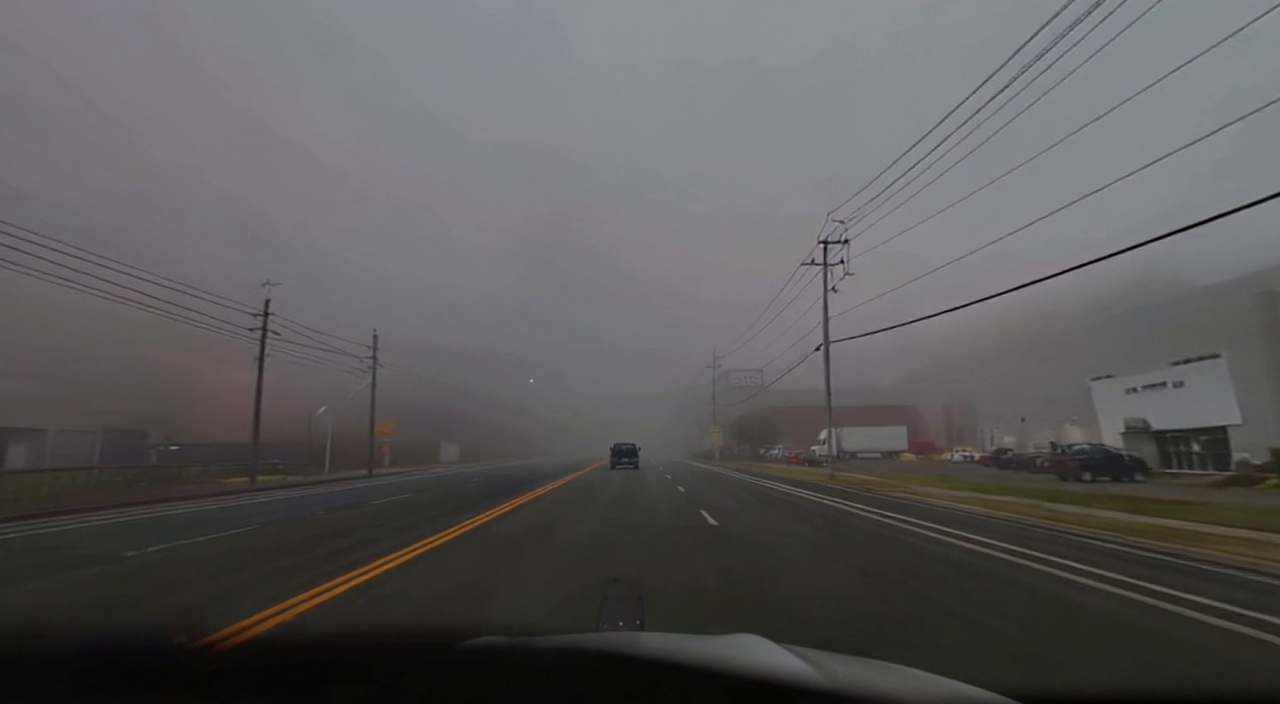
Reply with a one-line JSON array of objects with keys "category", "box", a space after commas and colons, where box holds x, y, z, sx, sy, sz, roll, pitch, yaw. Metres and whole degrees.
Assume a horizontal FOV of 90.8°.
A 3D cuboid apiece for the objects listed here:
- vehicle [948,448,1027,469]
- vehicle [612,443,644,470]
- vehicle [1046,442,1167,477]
[{"category": "vehicle", "box": [25.771, 7.888, 46.977, 4.625, 1.484, 1.997, 0, -8, 0]}, {"category": "vehicle", "box": [-0.760, 6.598, 40.172, 1.937, 1.588, 3.746, 0, -8, 0]}, {"category": "vehicle", "box": [24.846, 5.716, 33.765, 4.805, 1.781, 1.974, 0, -8, 0]}]
